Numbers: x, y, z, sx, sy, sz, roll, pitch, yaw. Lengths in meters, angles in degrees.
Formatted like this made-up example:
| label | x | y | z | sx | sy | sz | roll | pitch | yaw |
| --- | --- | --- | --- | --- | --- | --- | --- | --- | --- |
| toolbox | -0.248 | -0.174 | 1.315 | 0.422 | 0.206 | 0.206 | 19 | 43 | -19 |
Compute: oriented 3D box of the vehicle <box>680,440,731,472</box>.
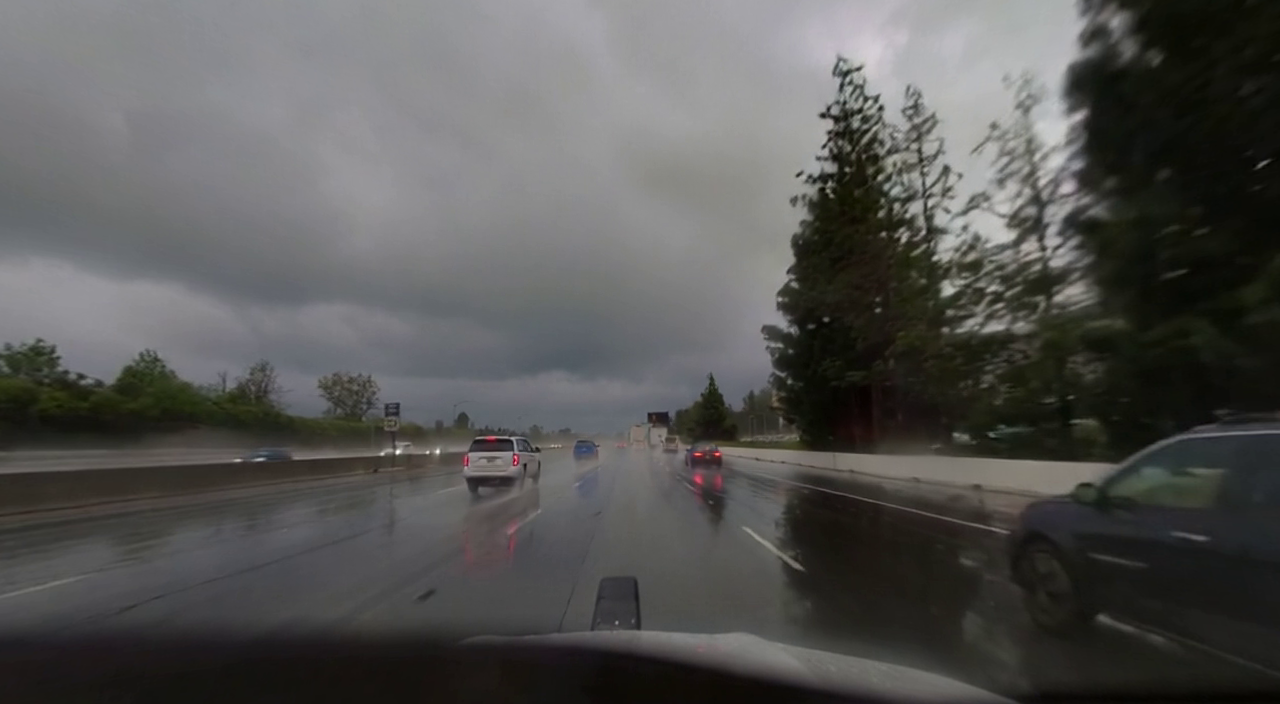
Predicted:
| label | x | y | z | sx | sy | sz | roll | pitch | yaw |
| --- | --- | --- | --- | --- | --- | --- | --- | --- | --- |
| vehicle | 3.263 | 5.269 | 32.195 | 1.957 | 1.510 | 4.643 | 0 | -8 | -2 |

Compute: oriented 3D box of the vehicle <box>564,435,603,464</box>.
| label | x | y | z | sx | sy | sz | roll | pitch | yaw |
| --- | --- | --- | --- | --- | --- | --- | --- | --- | --- |
| vehicle | -4.016 | 7.078 | 45.892 | 2.410 | 1.981 | 5.355 | 0 | -8 | 0 |

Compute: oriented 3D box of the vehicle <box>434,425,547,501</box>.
| label | x | y | z | sx | sy | sz | roll | pitch | yaw |
| --- | --- | --- | --- | --- | --- | --- | --- | --- | --- |
| vehicle | -3.873 | 2.969 | 17.240 | 1.987 | 1.765 | 4.508 | 0 | -8 | 0 |

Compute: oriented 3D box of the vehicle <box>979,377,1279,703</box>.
| label | x | y | z | sx | sy | sz | roll | pitch | yaw |
| --- | --- | --- | --- | --- | --- | --- | --- | --- | --- |
| vehicle | 3.683 | 0.905 | 2.636 | 2.033 | 1.596 | 4.344 | 0 | -8 | -1 |

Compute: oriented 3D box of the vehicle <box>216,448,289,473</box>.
| label | x | y | z | sx | sy | sz | roll | pitch | yaw |
| --- | --- | --- | --- | --- | --- | --- | --- | --- | --- |
| vehicle | -24.943 | 6.990 | 40.869 | 1.944 | 1.478 | 4.295 | 0 | -8 | 1 |
